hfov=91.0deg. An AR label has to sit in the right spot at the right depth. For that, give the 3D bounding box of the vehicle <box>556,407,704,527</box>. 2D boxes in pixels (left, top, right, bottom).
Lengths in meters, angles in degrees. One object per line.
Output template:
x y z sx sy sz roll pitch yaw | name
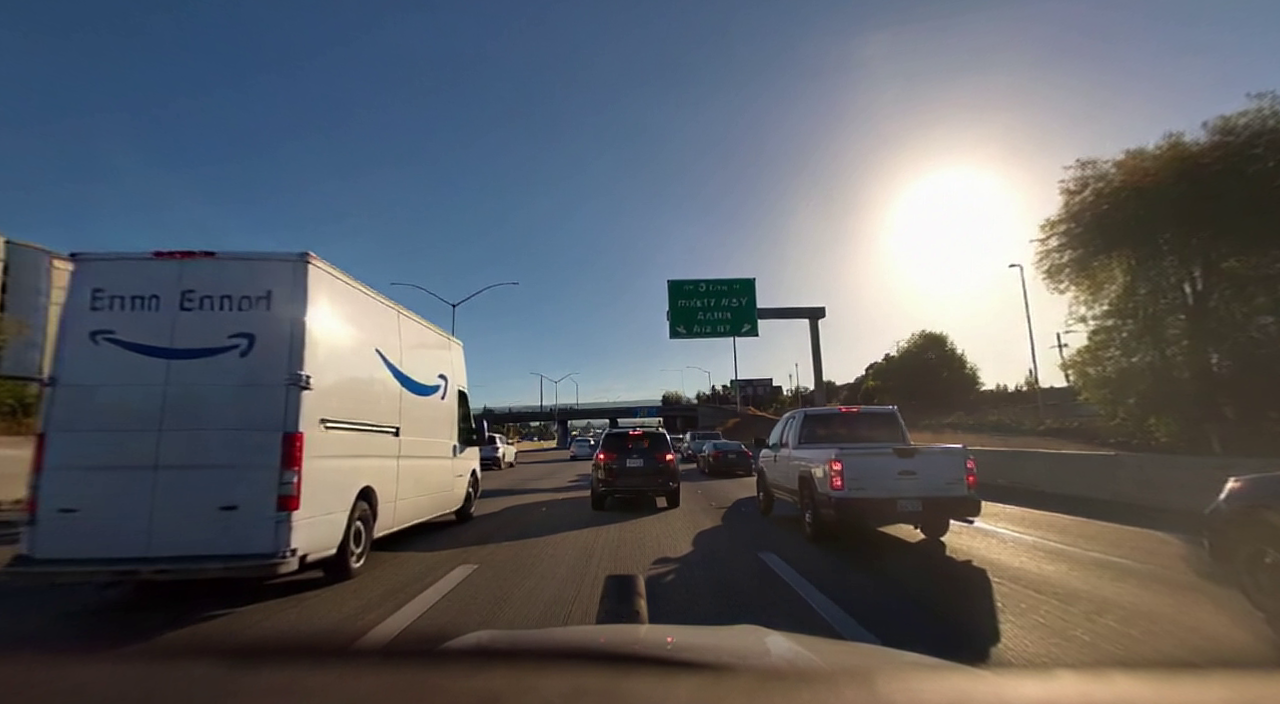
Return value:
-0.141 2.110 11.966 2.287 1.823 4.369 0 -9 0 | vehicle

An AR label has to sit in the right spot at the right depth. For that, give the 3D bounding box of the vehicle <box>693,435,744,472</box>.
3.958 5.190 32.324 2.064 1.720 4.416 0 -9 0 | vehicle

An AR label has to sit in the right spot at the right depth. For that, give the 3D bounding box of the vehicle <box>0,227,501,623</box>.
-3.695 0.957 7.828 2.415 2.821 6.636 0 -9 0 | vehicle

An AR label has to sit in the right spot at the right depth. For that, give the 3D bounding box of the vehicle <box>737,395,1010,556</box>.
3.174 1.850 10.115 2.341 1.890 5.144 1 -9 -1 | vehicle
